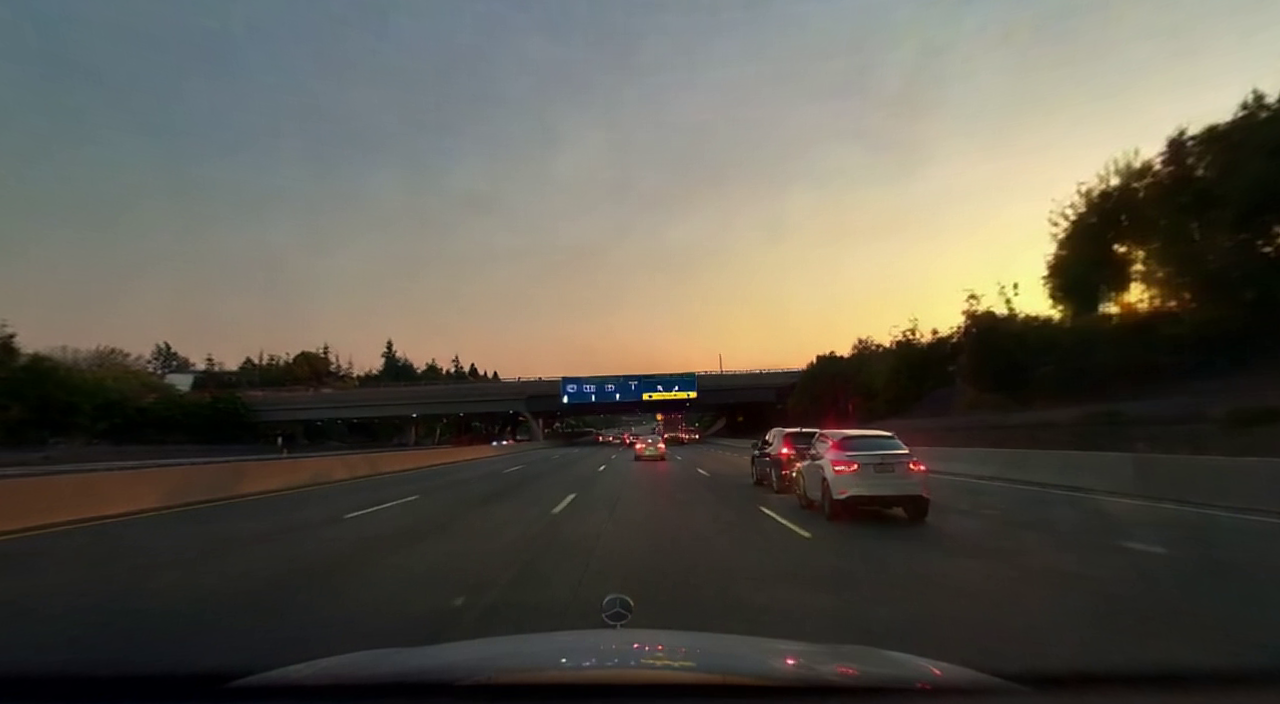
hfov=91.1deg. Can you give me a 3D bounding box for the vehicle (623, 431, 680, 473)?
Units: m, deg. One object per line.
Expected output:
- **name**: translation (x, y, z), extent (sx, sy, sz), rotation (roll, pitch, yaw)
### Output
- **vehicle**: translation (0.389, 3.842, 24.480), extent (2.046, 1.467, 3.844), rotation (0, -8, -1)
